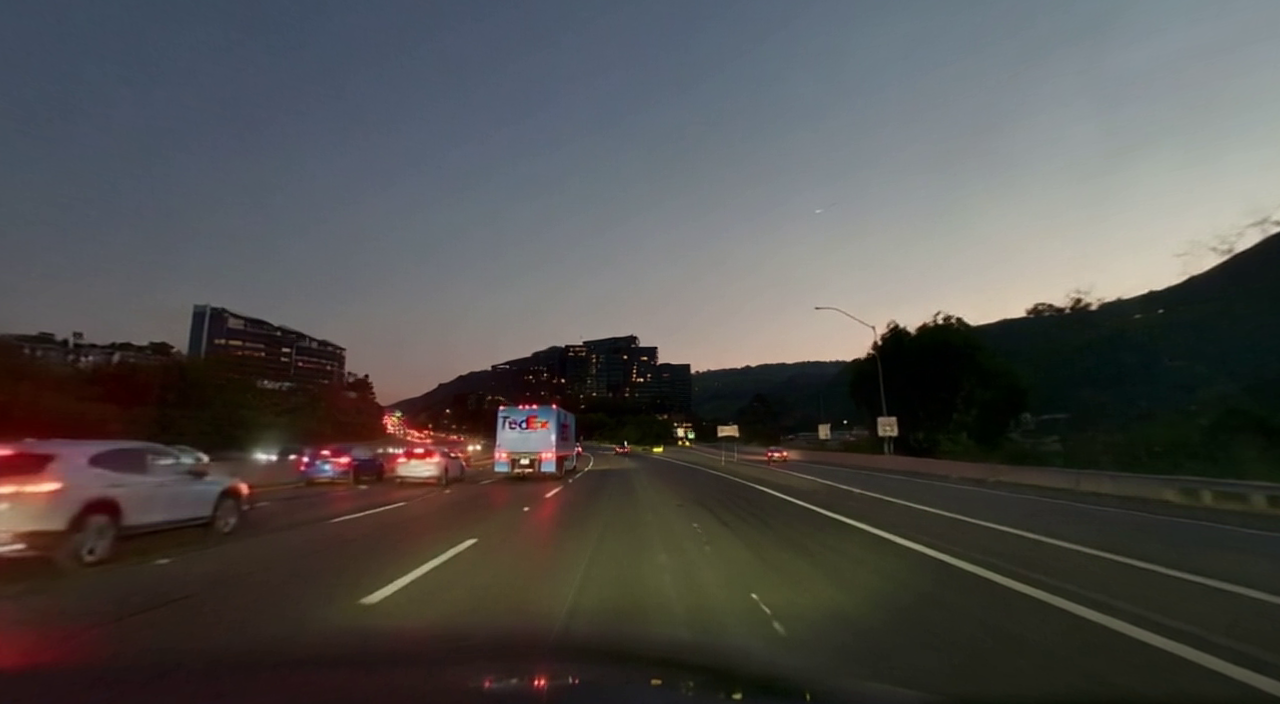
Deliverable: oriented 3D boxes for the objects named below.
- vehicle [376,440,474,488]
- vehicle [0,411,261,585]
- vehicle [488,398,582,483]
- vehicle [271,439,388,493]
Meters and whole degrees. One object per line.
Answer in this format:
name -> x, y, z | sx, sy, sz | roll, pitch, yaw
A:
vehicle -> -8.017, 4.187, 24.047 | 2.143, 1.628, 4.559 | 0, -8, 0
vehicle -> -7.784, 1.762, 8.252 | 2.461, 1.767, 4.991 | 0, -8, 1
vehicle -> -4.323, 3.894, 27.713 | 2.798, 3.212, 7.573 | 0, -8, 0
vehicle -> -11.627, 4.256, 24.066 | 2.021, 1.669, 4.794 | 3, -7, 0
